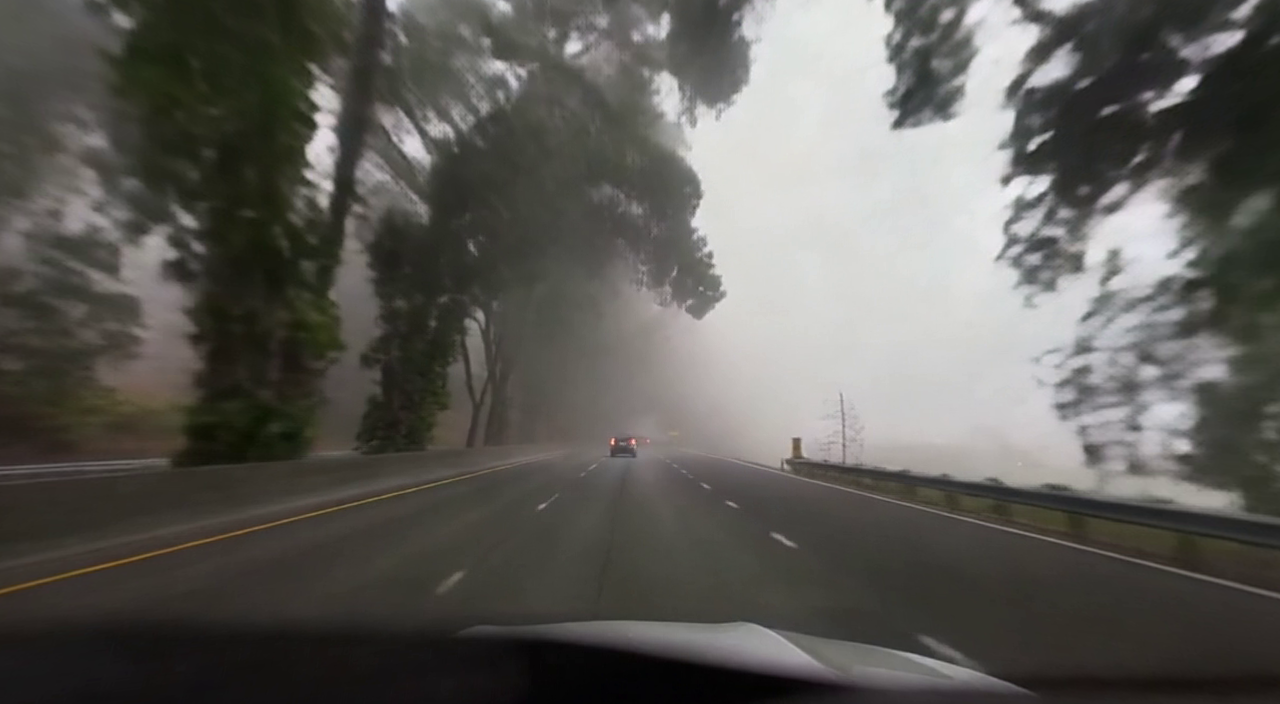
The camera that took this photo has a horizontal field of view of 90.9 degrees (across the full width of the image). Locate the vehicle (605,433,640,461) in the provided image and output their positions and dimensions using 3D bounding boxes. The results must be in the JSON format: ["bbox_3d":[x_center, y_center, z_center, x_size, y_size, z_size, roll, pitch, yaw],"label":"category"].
[{"bbox_3d":[-1.040,6.010,40.032,2.094,1.653,4.283,0,-8,0],"label":"vehicle"}]
